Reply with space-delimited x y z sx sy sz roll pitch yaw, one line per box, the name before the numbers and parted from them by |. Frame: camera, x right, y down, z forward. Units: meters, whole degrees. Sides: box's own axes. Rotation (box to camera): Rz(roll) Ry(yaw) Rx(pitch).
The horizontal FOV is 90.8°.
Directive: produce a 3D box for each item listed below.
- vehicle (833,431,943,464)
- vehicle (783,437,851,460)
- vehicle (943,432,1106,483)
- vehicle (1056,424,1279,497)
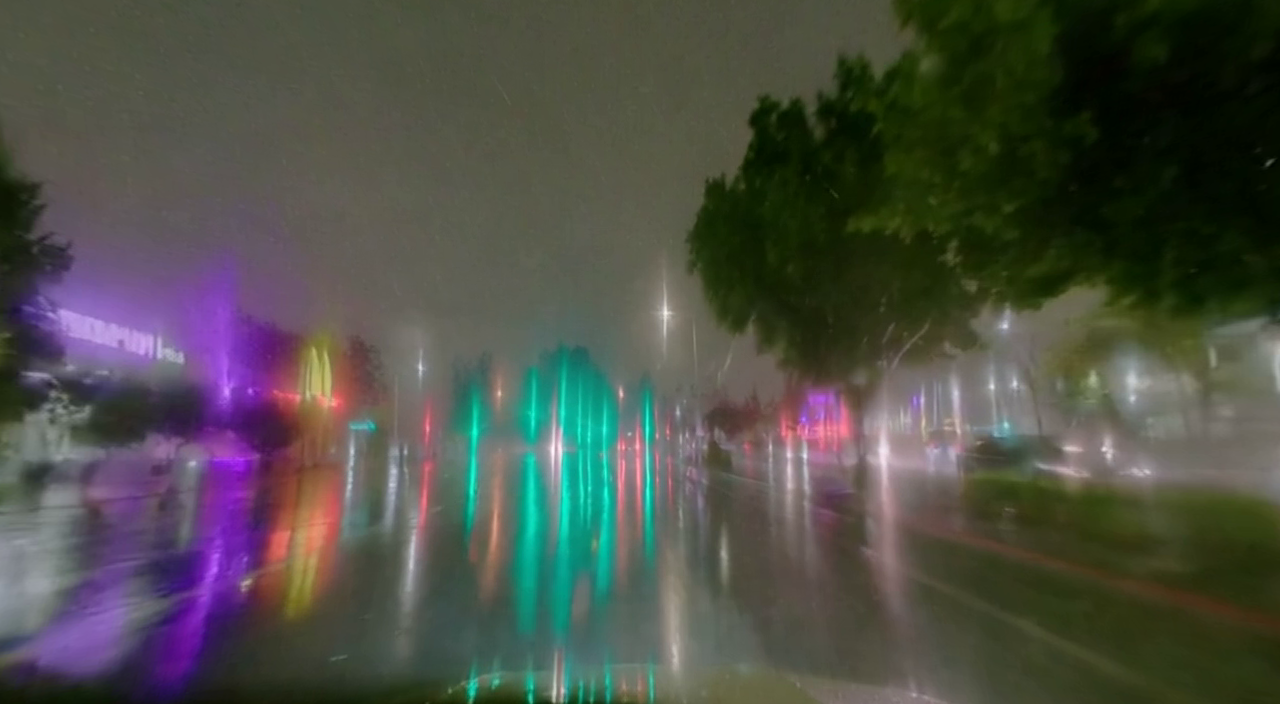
vehicle | 12.937 4.998 33.235 4.769 1.636 2.281 0 -9 -3
vehicle | 13.178 7.213 47.142 4.395 1.497 1.975 -1 -8 -2
vehicle | 13.660 3.743 22.639 4.538 1.433 2.023 -3 -7 -4
vehicle | 14.353 2.885 17.062 4.722 1.483 2.119 -4 -8 -3
